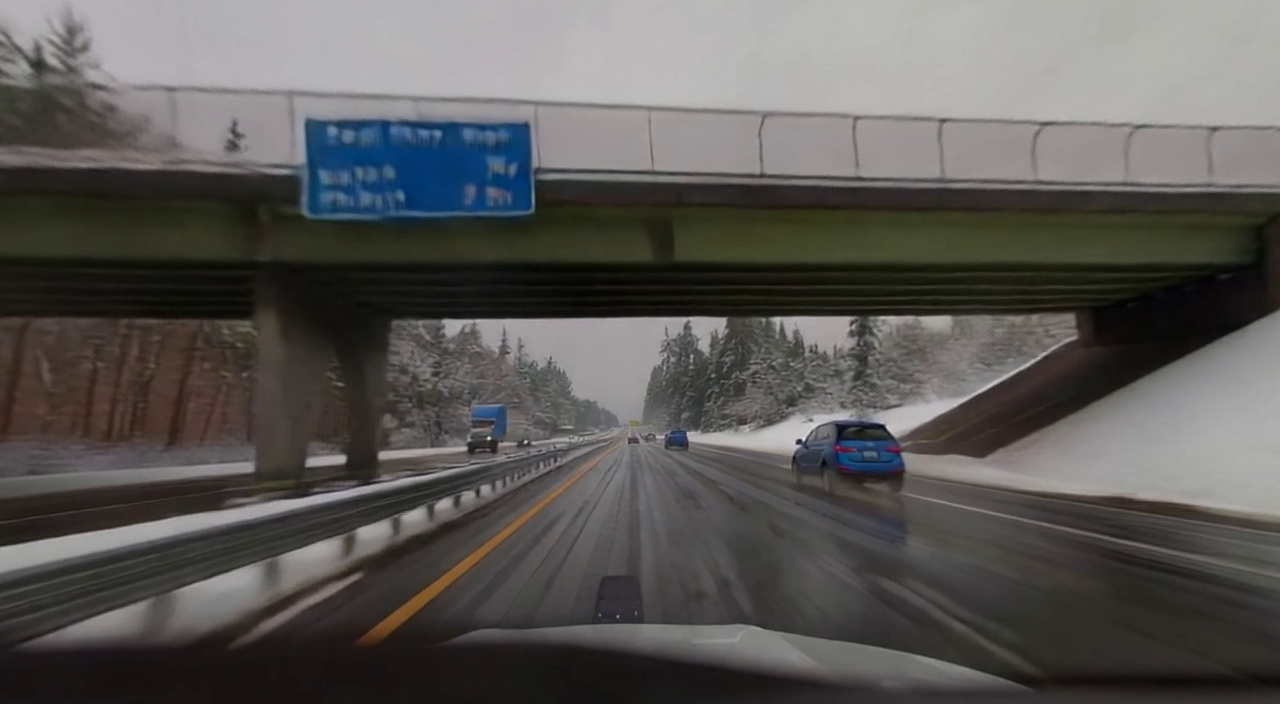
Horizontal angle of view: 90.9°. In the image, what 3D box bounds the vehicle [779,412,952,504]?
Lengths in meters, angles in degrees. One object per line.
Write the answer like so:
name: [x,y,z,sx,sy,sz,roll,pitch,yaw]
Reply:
vehicle: [4.570,2.211,13.532,2.073,1.651,4.065,0,-8,-2]
